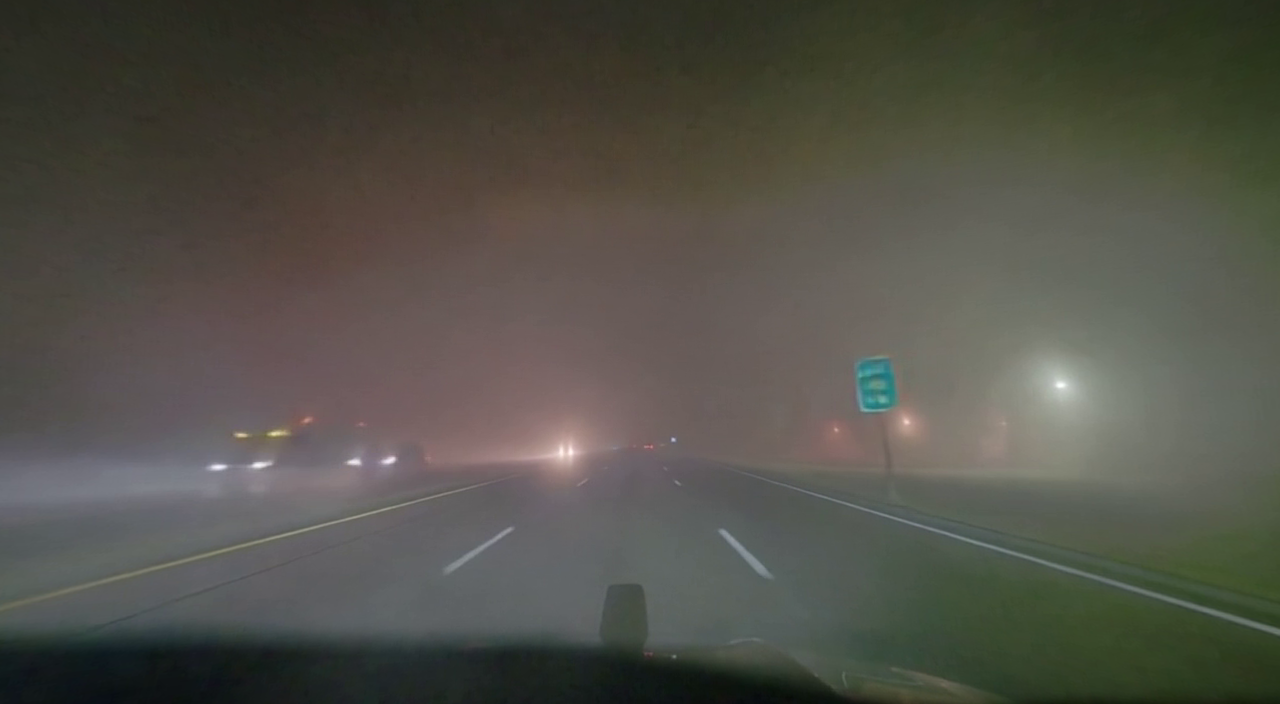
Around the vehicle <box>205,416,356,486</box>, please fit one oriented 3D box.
[{"bbox_3d":[-15.457,4.329,27.815,2.344,2.655,7.091,0,-8,1],"label":"vehicle"}]

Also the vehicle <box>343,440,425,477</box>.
[{"bbox_3d":[-11.455,4.768,28.474,1.910,1.532,4.032,0,-8,1],"label":"vehicle"}]
